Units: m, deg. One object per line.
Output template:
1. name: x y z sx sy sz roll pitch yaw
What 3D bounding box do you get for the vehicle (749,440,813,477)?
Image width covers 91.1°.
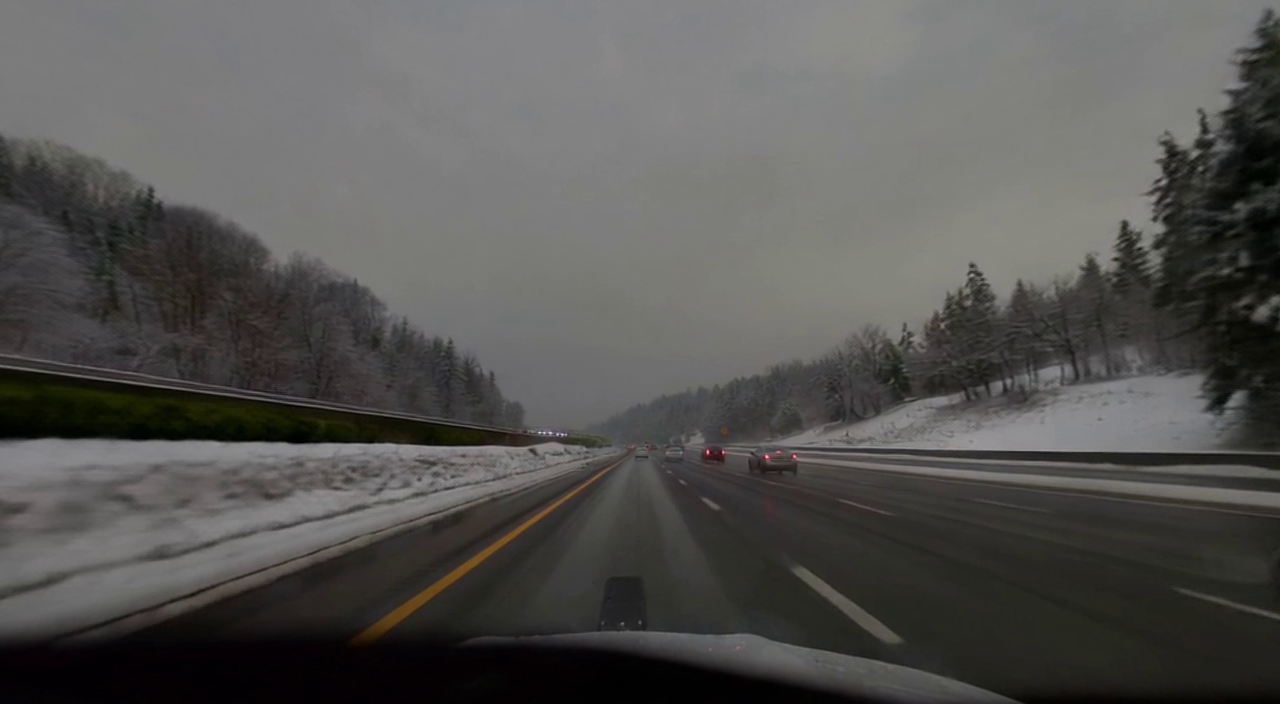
1. vehicle: 6.938 5.276 31.444 2.048 1.697 4.689 0 -9 -1
